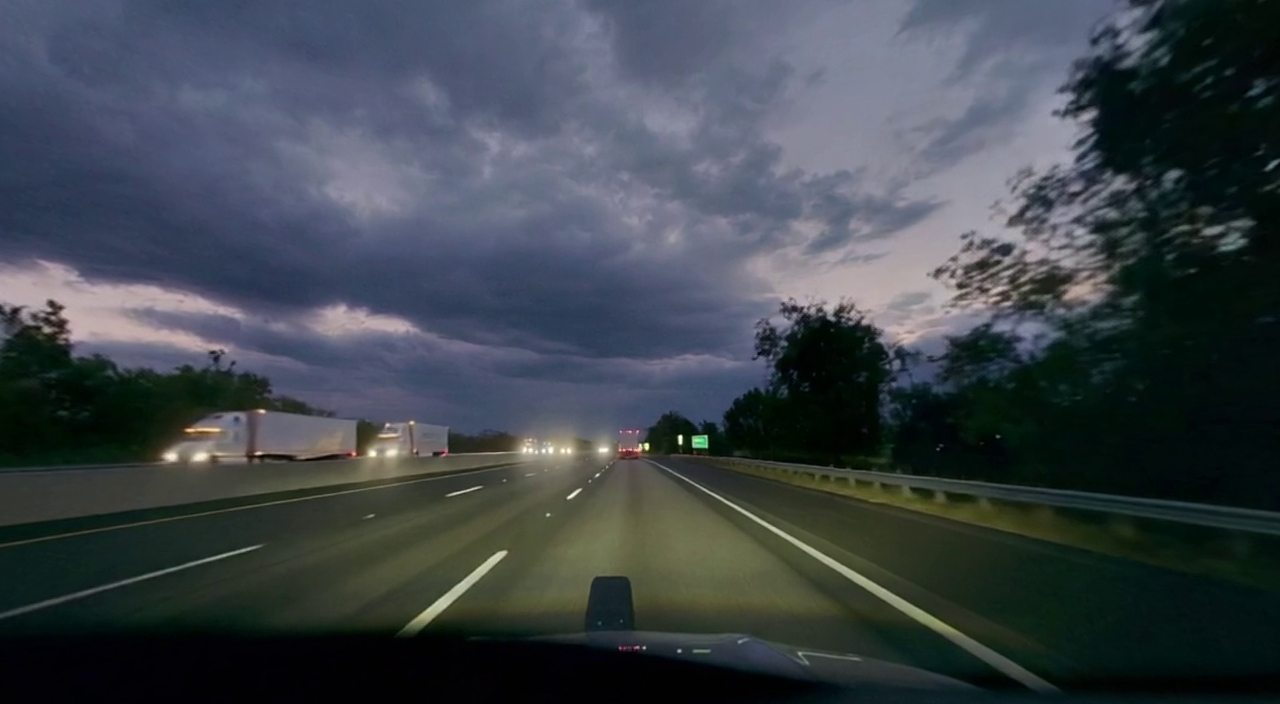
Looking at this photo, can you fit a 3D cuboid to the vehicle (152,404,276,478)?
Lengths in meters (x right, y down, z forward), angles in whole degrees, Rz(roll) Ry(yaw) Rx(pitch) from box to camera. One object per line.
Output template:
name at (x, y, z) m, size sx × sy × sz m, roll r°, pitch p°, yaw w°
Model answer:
vehicle at (-24.542, 5.215, 36.777) m, size 3.030 × 3.899 × 5.928 m, roll 0°, pitch -9°, yaw -2°
